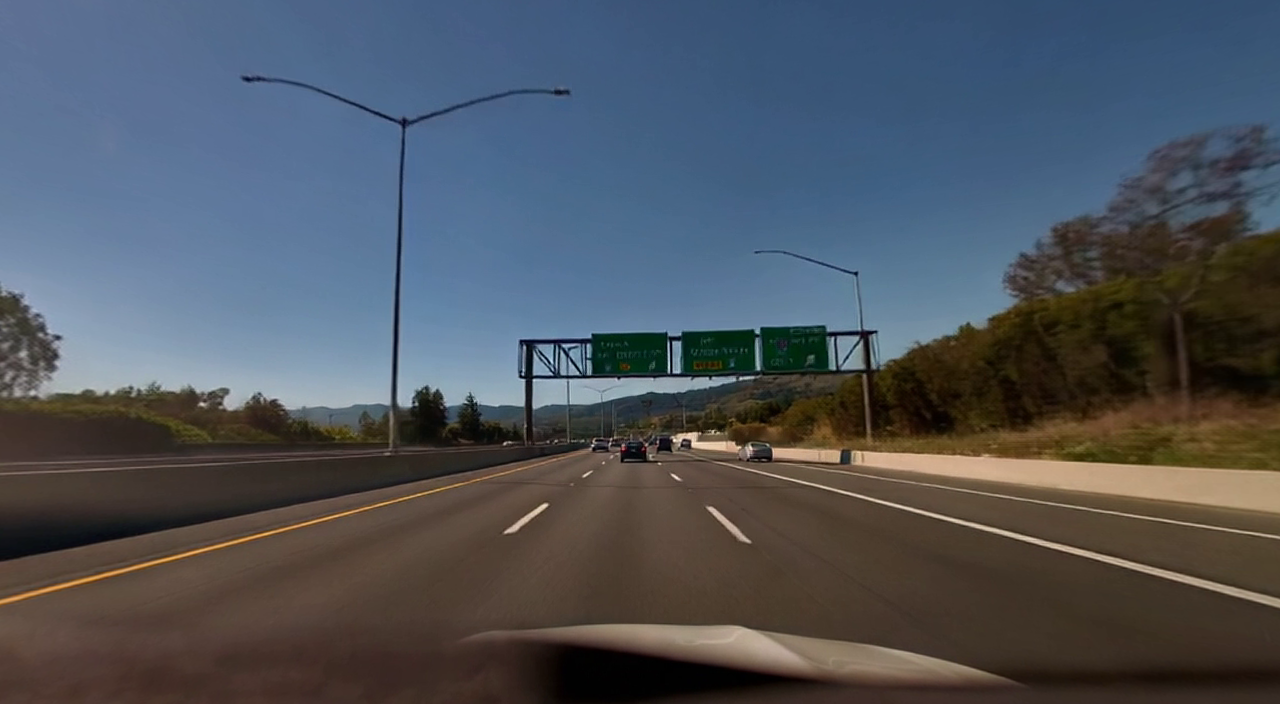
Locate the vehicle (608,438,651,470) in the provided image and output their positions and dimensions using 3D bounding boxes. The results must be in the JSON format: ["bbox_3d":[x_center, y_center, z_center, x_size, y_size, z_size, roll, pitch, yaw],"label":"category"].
[{"bbox_3d":[-0.512,5.024,31.173,1.985,1.457,4.227,0,-9,-1],"label":"vehicle"}]

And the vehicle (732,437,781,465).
[{"bbox_3d":[6.687,5.752,36.774,1.935,1.478,4.433,0,-9,-1],"label":"vehicle"}]
